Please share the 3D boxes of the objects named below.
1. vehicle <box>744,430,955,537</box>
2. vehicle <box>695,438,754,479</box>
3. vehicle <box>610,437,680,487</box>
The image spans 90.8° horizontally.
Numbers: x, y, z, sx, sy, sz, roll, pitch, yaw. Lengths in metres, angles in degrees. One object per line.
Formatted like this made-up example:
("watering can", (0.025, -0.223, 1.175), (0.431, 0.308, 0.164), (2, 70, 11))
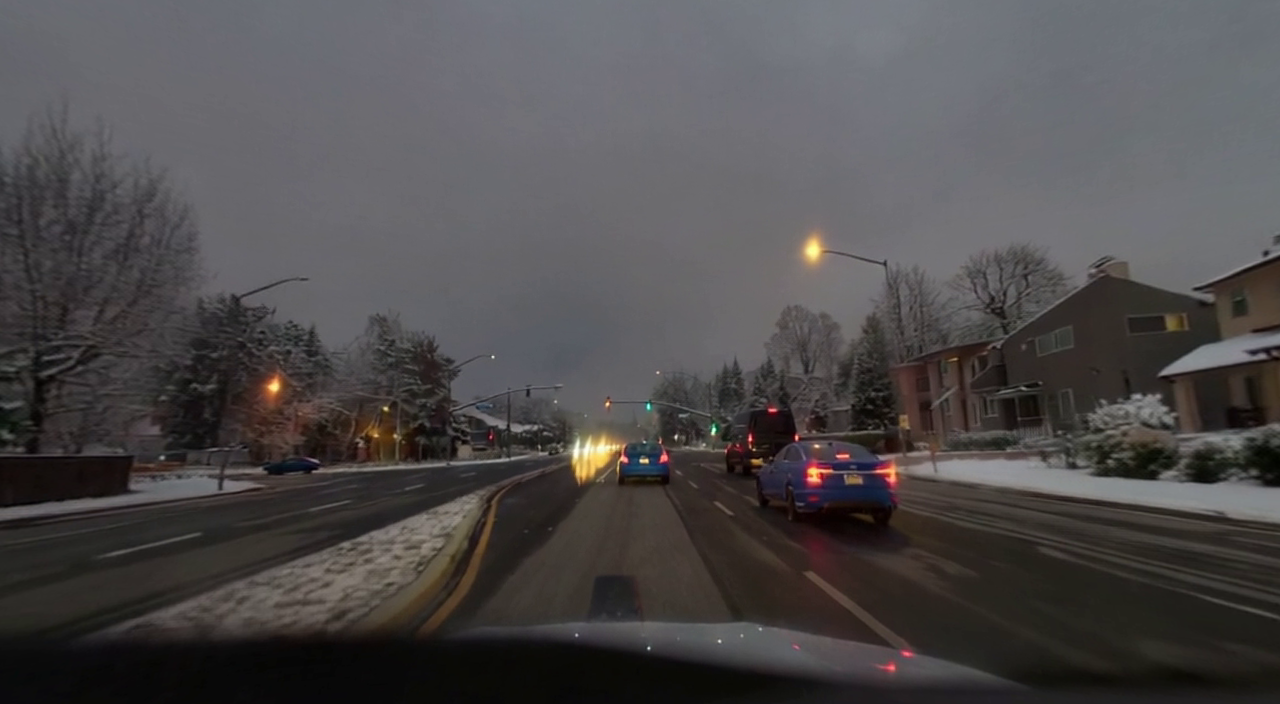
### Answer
("vehicle", (3.409, 2.244, 11.460), (2.161, 1.519, 4.568), (0, -9, -1))
("vehicle", (3.327, 4.257, 25.510), (1.775, 1.499, 3.488), (0, -9, -2))
("vehicle", (0.122, 3.607, 21.003), (2.093, 1.497, 4.010), (0, -9, -1))
